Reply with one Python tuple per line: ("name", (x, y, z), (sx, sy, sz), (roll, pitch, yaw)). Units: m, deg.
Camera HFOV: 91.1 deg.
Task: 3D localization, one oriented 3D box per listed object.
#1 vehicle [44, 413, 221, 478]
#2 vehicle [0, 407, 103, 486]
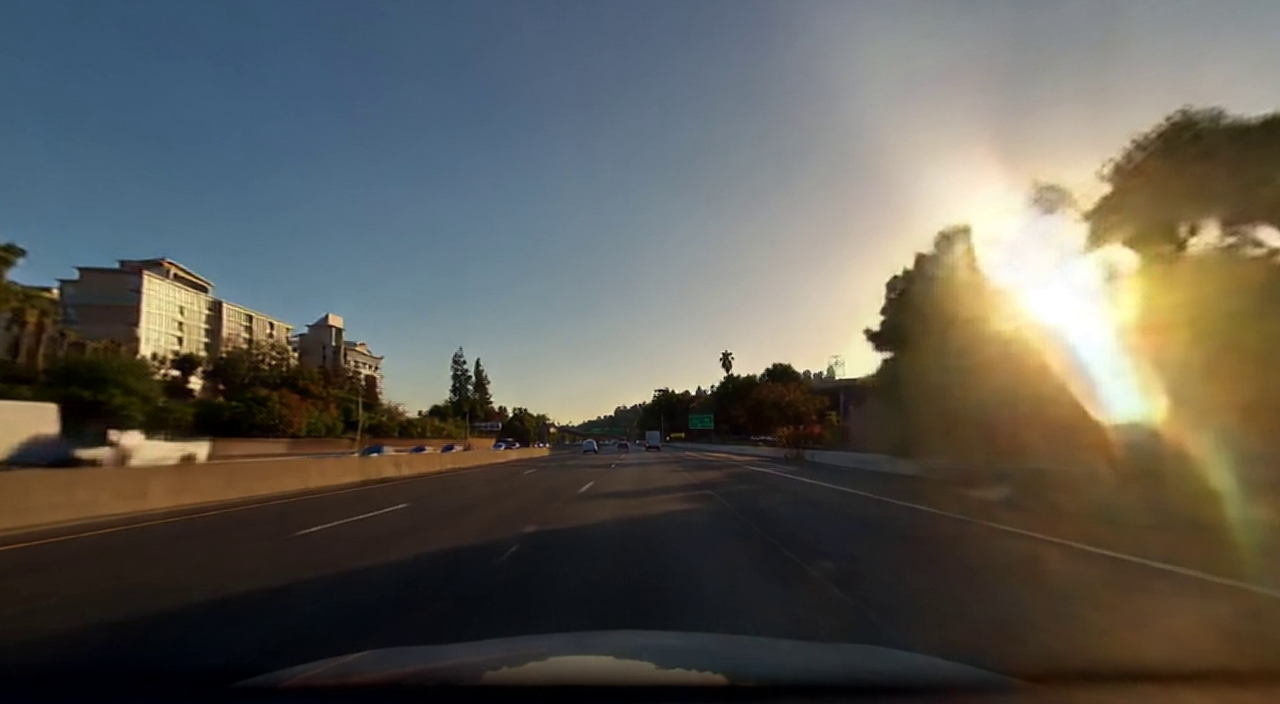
("vehicle", (-30.702, 5.761, 38.812), (2.793, 3.516, 9.628), (0, -8, 0))
("vehicle", (-30.688, 4.349, 28.858), (2.791, 3.539, 10.161), (0, -8, 1))
